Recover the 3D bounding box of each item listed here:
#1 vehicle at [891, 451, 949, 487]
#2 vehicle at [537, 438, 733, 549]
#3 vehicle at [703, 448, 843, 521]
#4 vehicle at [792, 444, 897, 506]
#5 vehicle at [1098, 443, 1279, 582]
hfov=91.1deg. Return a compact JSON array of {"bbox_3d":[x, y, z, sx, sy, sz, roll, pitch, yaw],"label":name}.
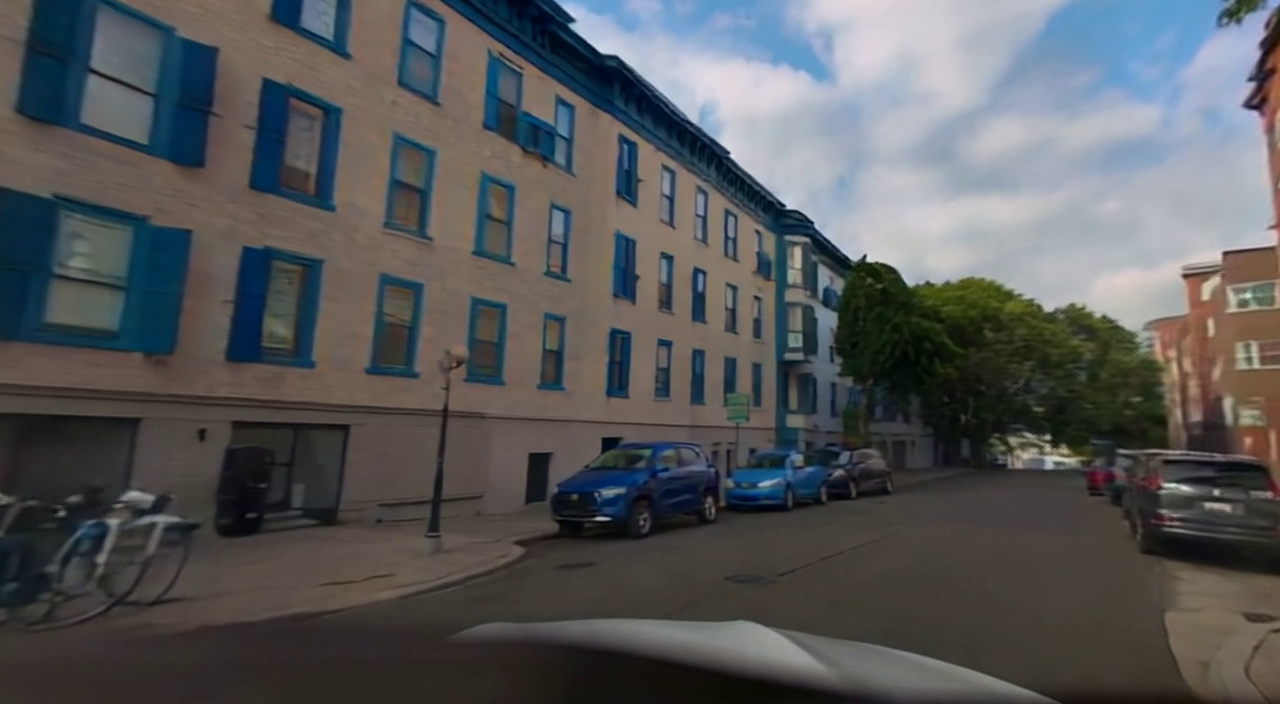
[{"bbox_3d":[13.379,5.503,29.970,1.840,1.493,3.761,-5,-9,33],"label":"vehicle"},{"bbox_3d":[0.071,2.234,10.675,1.719,1.519,3.414,-5,-9,32],"label":"vehicle"},{"bbox_3d":[3.384,3.094,15.335,1.830,1.427,4.294,-5,-9,33],"label":"vehicle"},{"bbox_3d":[6.466,3.709,19.602,1.942,1.629,4.302,-5,-9,34],"label":"vehicle"},{"bbox_3d":[8.456,2.239,9.645,1.883,1.615,4.234,-5,-9,31],"label":"vehicle"}]
